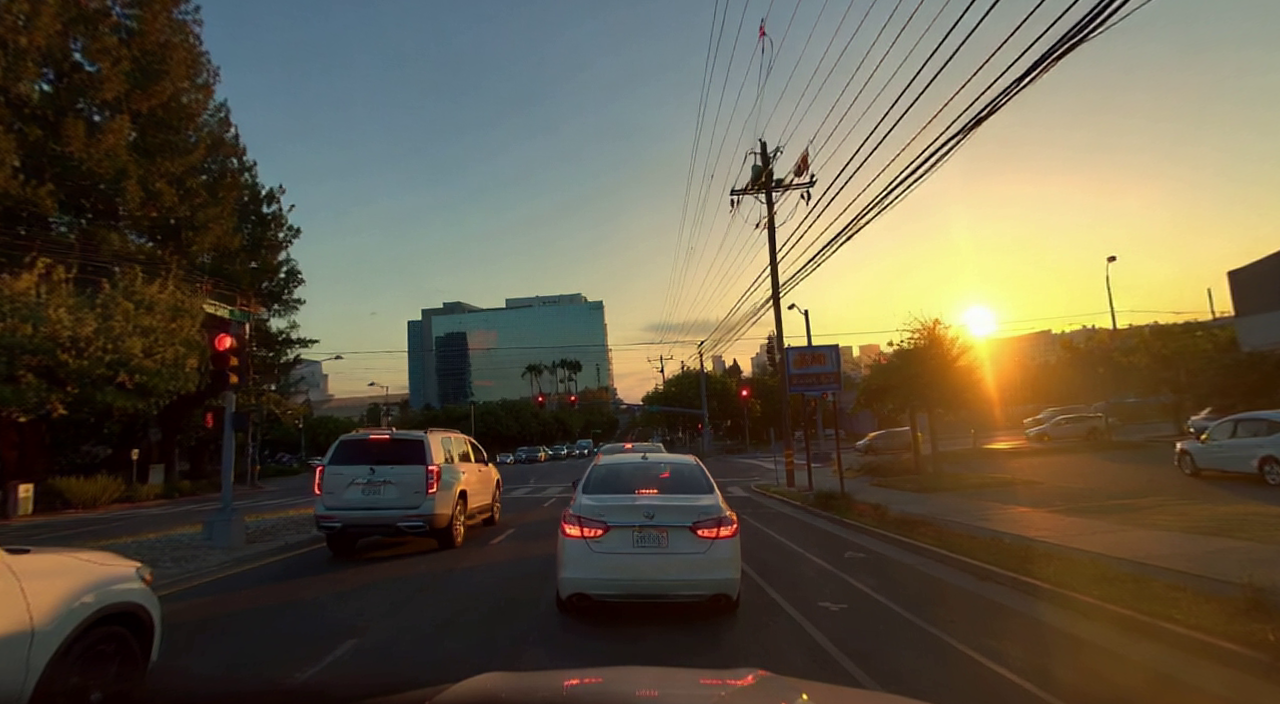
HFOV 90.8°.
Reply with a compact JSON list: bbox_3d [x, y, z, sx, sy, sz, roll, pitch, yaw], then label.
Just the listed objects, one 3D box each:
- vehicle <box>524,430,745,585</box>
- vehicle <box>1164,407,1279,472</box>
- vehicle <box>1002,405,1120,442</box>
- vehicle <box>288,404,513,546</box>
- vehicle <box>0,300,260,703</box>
[{"bbox_3d":[-0.099,1.801,8.143,2.121,1.474,3.968,0,-8,-1],"label":"vehicle"},{"bbox_3d":[17.014,2.548,18.279,1.858,1.622,4.491,-5,-10,28],"label":"vehicle"},{"bbox_3d":[26.852,4.634,40.509,5.782,2.286,2.223,-1,-9,4],"label":"vehicle"},{"bbox_3d":[-3.848,2.086,11.372,2.147,1.963,4.927,0,-8,-1],"label":"vehicle"},{"bbox_3d":[-3.587,0.636,1.530,2.085,1.943,5.053,0,-8,1],"label":"vehicle"}]
